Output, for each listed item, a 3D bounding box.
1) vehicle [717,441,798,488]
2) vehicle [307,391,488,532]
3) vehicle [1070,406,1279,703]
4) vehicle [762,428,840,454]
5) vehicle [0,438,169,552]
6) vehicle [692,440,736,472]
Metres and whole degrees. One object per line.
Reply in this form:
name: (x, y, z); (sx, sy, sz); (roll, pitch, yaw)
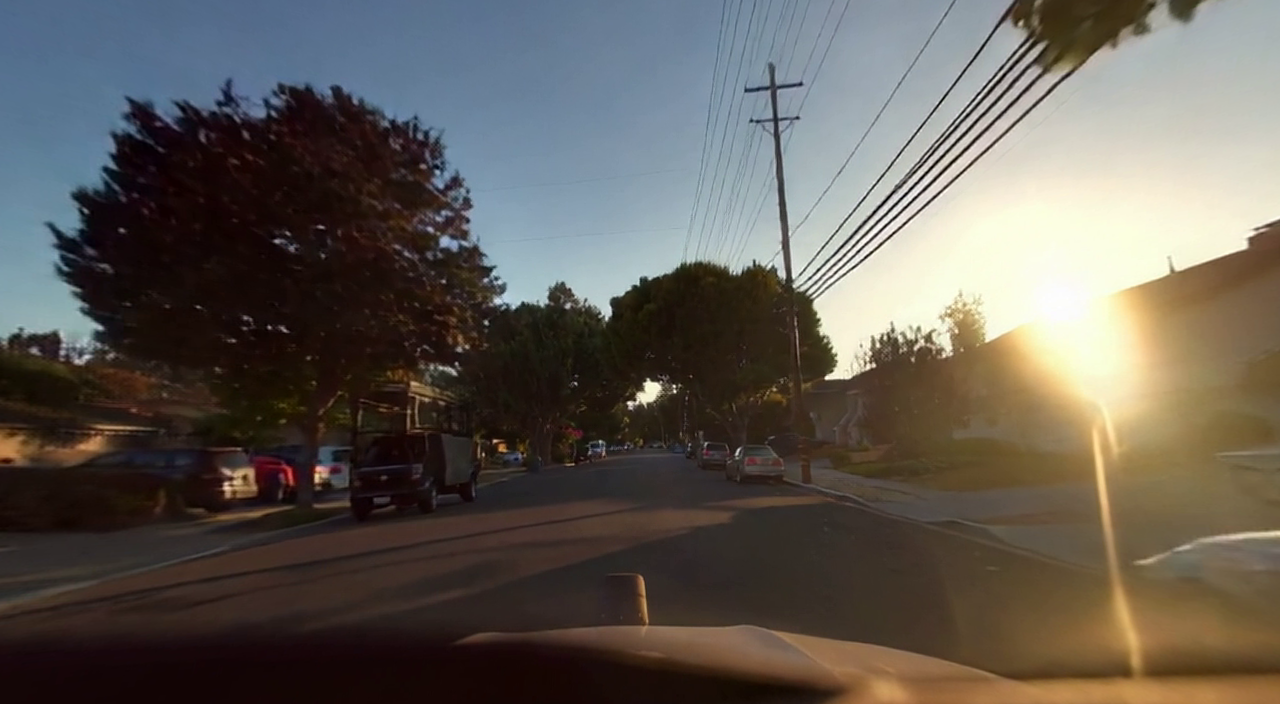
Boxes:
vehicle: (4.185, 4.077, 23.255); (2.016, 1.544, 4.645); (0, -9, -1)
vehicle: (-5.972, 2.784, 16.680); (2.313, 2.875, 6.057); (-3, -8, 1)
vehicle: (3.980, 0.838, 1.772); (2.086, 1.493, 4.927); (0, -9, 0)
vehicle: (12.390, 6.902, 48.894); (5.447, 1.895, 2.202); (0, -8, 1)
vehicle: (-12.589, 2.577, 11.886); (5.419, 1.885, 2.461); (0, -9, 0)
vehicle: (4.296, 6.099, 37.380); (2.105, 1.755, 4.749); (0, -9, 2)
